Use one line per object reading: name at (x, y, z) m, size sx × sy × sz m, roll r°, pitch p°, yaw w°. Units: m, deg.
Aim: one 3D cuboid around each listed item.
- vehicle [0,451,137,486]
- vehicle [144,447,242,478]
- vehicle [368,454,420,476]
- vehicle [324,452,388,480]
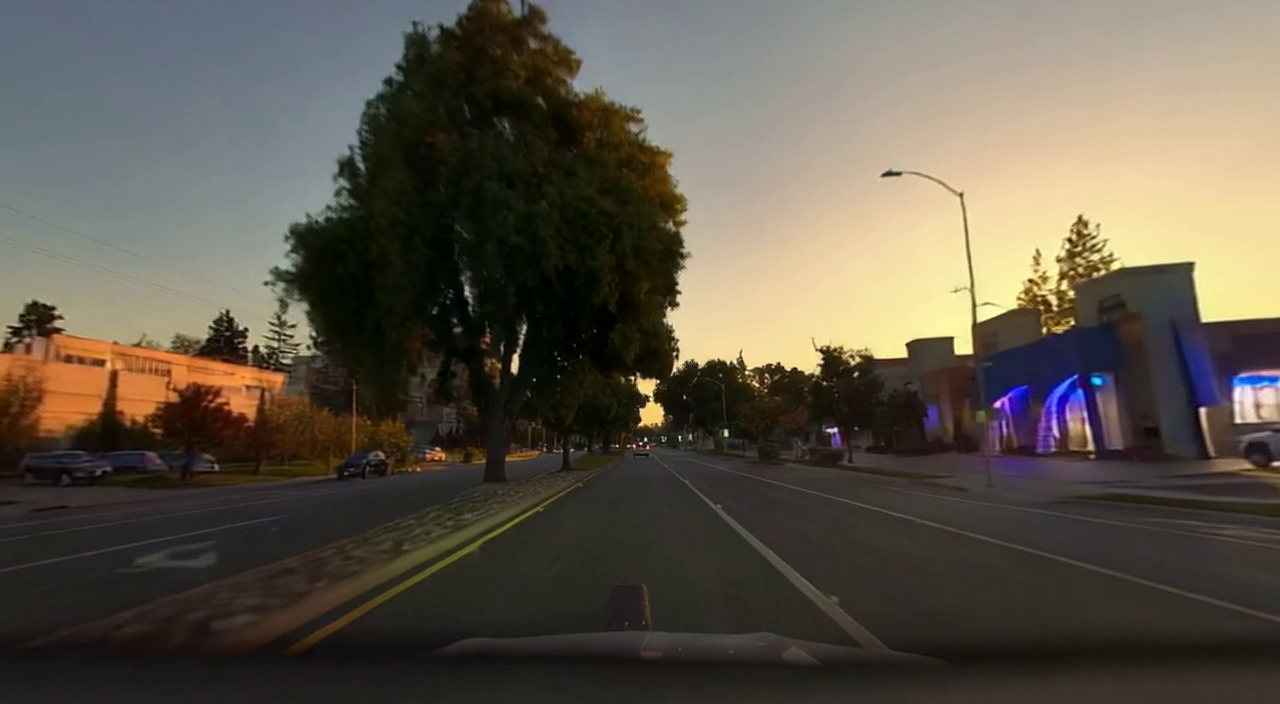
vehicle at (-27.323, 5.523, 30.150) m, size 4.591 × 1.566 × 2.133 m, roll 0°, pitch -8°, yaw -2°
vehicle at (-26.652, 6.560, 37.692) m, size 4.261 × 1.781 × 1.985 m, roll 1°, pitch -8°, yaw -4°
vehicle at (-18.487, 8.486, 47.613) m, size 1.861 × 1.499 × 4.535 m, roll -1°, pitch -8°, yaw 3°
vehicle at (-18.808, 7.542, 41.956) m, size 1.959 × 1.682 × 4.628 m, roll 0°, pitch -8°, yaw 3°
